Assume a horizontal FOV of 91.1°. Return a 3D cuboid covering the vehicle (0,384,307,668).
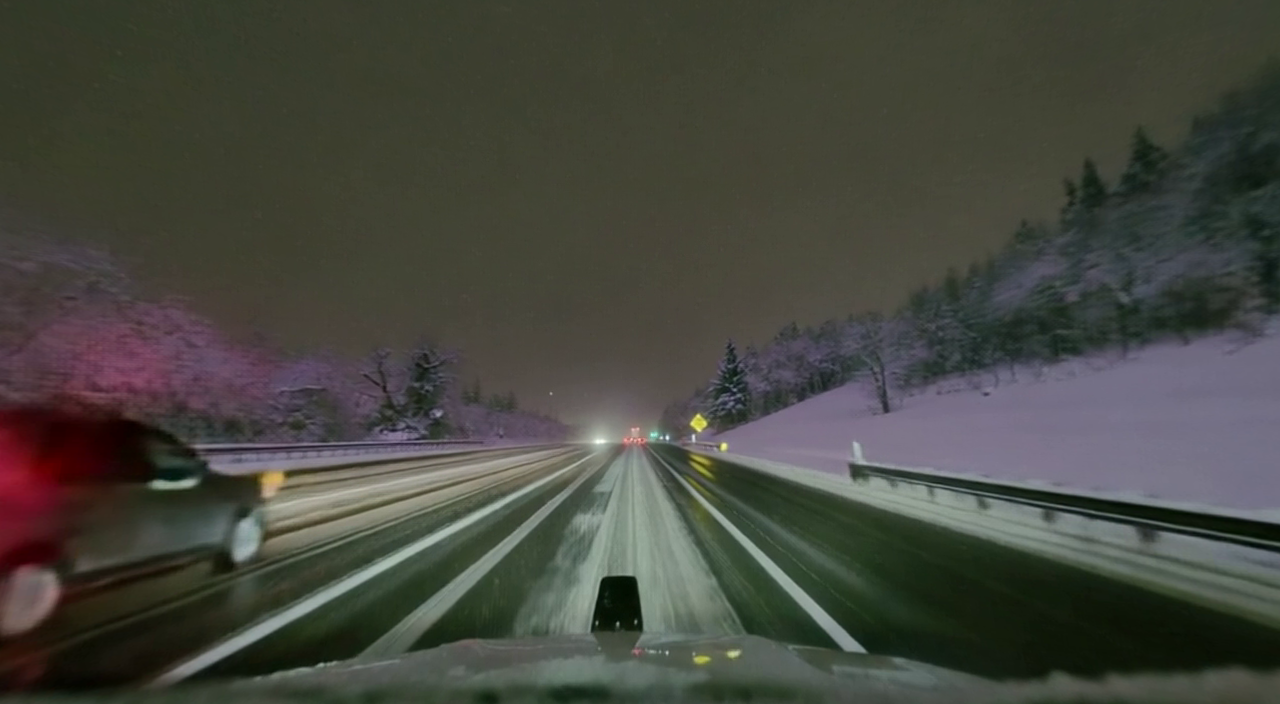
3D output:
[{"bbox_3d":[-4.561,1.037,4.078,2.149,1.532,4.905,0,-8,0],"label":"vehicle"}]
